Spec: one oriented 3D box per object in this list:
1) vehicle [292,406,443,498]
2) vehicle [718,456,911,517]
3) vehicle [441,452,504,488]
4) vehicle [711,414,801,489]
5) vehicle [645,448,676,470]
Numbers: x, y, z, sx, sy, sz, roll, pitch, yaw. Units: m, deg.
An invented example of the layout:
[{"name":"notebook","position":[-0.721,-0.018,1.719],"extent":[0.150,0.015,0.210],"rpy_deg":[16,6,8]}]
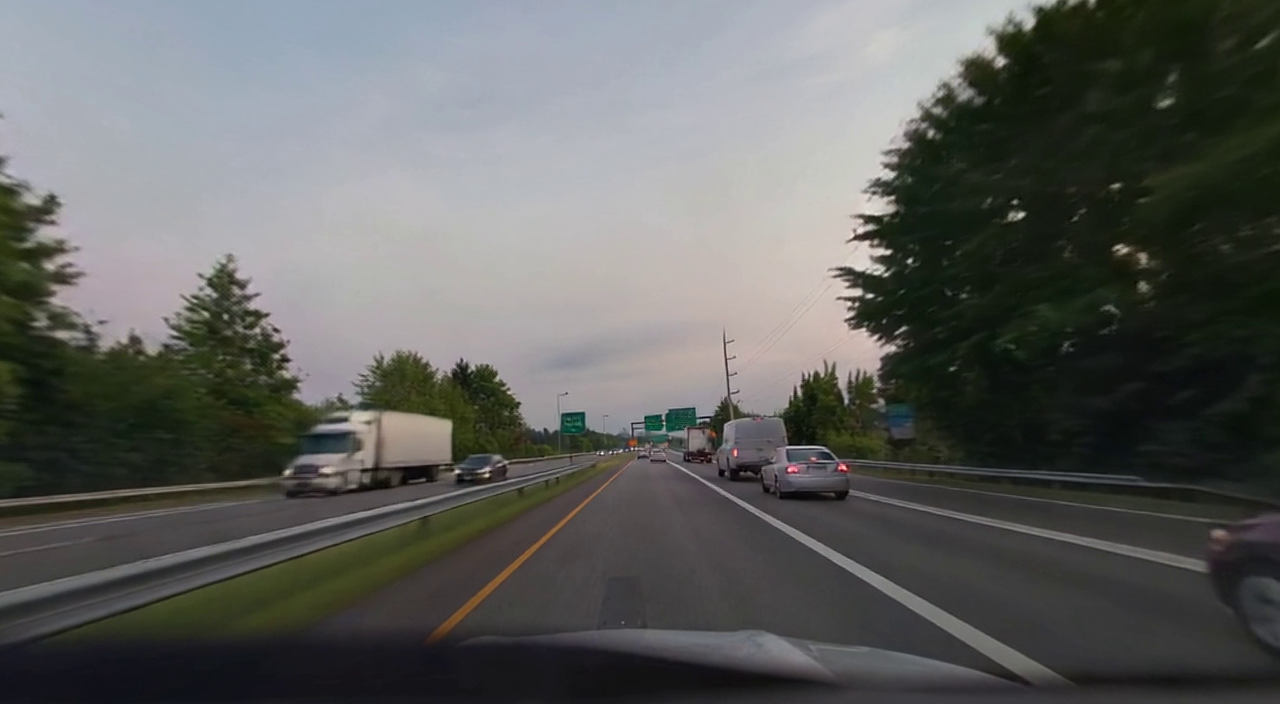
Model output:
[{"name":"vehicle","position":[-12.259,4.646,29.571],"extent":[2.938,3.612,8.757],"rpy_deg":[0,-9,1]},{"name":"vehicle","position":[4.663,4.042,20.454],"extent":[2.472,1.036,13.239],"rpy_deg":[-2,-9,-1]},{"name":"vehicle","position":[-8.173,5.784,31.133],"extent":[1.893,1.495,4.489],"rpy_deg":[-3,-9,0]},{"name":"vehicle","position":[4.680,4.162,26.605],"extent":[2.569,2.783,5.984],"rpy_deg":[0,-9,-1]},{"name":"vehicle","position":[1.423,7.497,44.372],"extent":[2.049,1.500,3.790],"rpy_deg":[0,-9,1]}]
